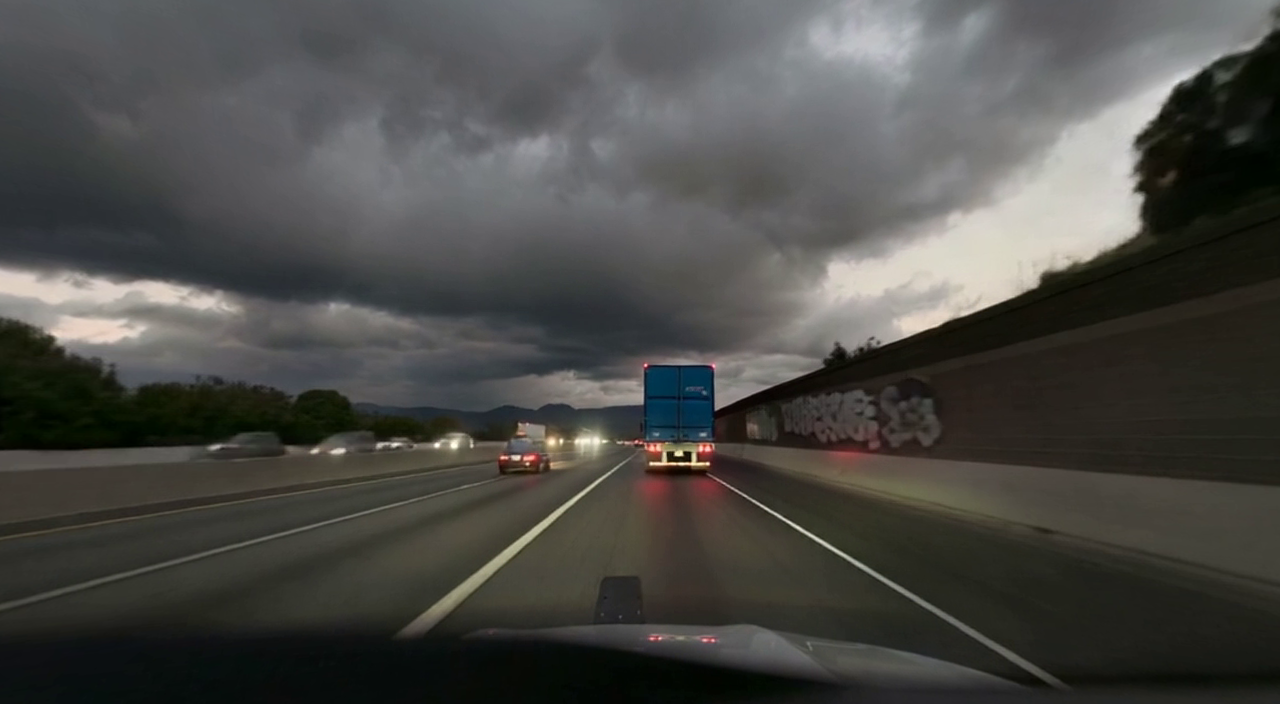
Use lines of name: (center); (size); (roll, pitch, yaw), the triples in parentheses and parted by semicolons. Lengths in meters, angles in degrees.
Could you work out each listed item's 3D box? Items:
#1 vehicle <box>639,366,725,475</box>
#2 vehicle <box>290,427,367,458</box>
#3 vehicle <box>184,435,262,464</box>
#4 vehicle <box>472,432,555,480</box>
vehicle: (1.448, 3.081, 27.289); (2.921, 3.765, 10.773); (0, -8, 0)
vehicle: (-17.860, 5.208, 36.413); (2.020, 1.712, 4.580); (0, -8, 1)
vehicle: (-21.396, 5.003, 32.501); (1.626, 1.381, 3.464); (0, -8, -1)
vehicle: (-4.470, 3.731, 23.034); (1.982, 1.535, 4.519); (0, -8, 2)
